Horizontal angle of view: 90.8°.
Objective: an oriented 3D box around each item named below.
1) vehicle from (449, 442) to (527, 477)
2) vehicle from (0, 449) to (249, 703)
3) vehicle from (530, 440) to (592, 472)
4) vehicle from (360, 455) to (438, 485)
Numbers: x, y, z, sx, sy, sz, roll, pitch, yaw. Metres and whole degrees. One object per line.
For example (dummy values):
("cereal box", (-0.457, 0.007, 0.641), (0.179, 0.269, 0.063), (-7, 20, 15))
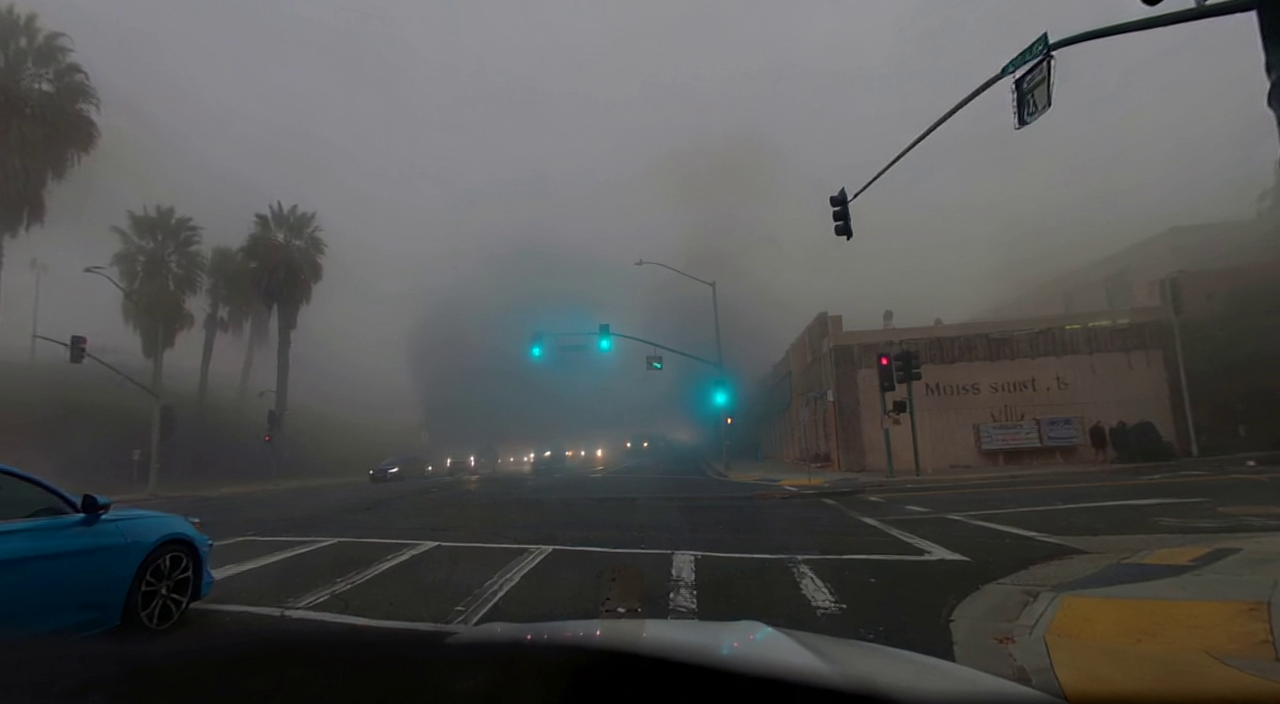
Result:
("vehicle", (-8.441, 6.040, 35.719), (2.152, 1.825, 5.406), (-2, -9, 11))
("vehicle", (-3.683, 1.021, 2.250), (1.850, 1.325, 4.295), (0, -9, 0))
("vehicle", (-4.519, 6.056, 36.859), (2.092, 1.709, 4.775), (-2, -9, 12))
("vehicle", (-12.637, 6.216, 33.524), (1.880, 1.440, 4.418), (-2, -9, 9))
